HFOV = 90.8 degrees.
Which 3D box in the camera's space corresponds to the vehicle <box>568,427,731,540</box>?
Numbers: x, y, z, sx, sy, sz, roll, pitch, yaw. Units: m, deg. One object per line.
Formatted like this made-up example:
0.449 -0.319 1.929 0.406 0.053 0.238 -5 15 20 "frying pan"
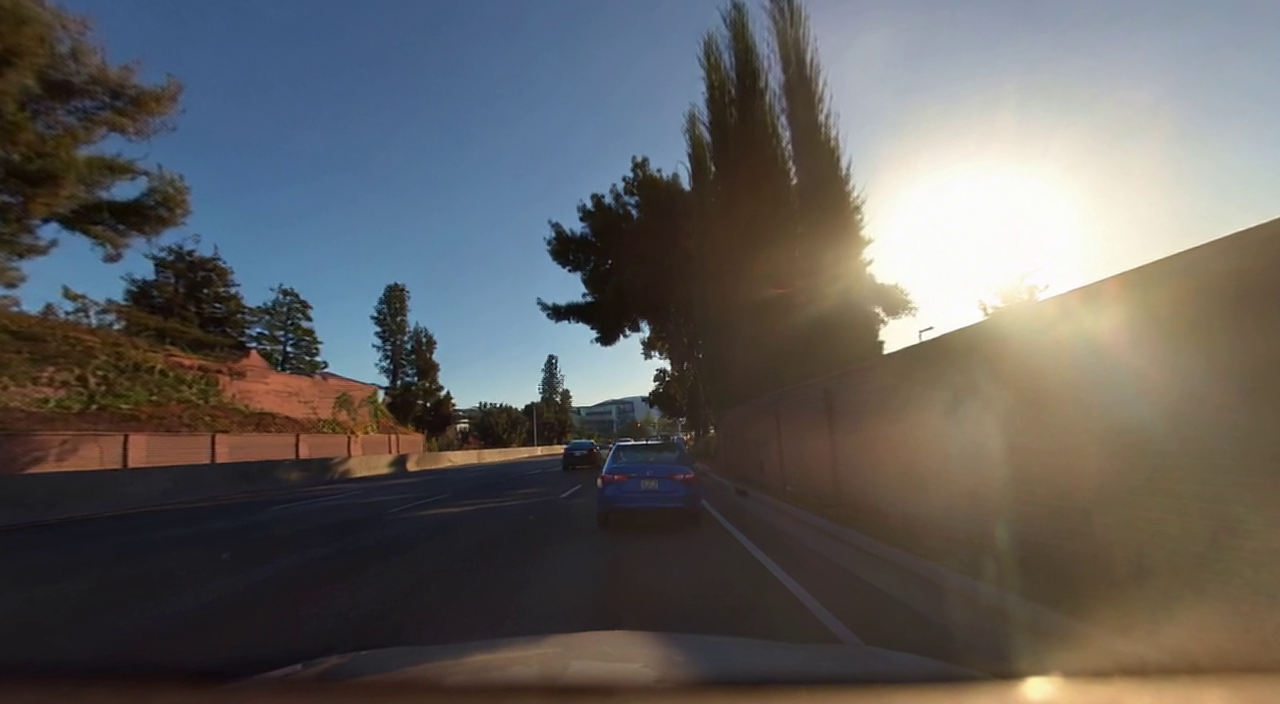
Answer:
0.080 2.108 10.787 2.205 1.509 4.272 0 -8 -1 "vehicle"
